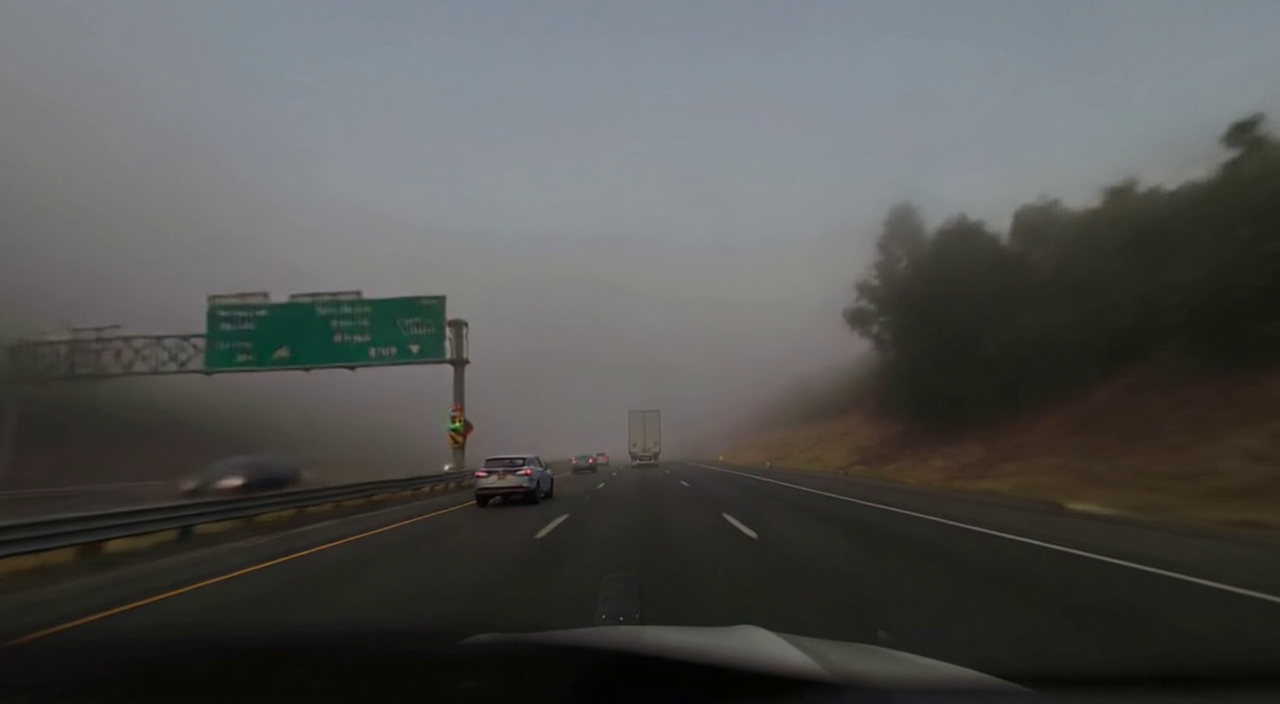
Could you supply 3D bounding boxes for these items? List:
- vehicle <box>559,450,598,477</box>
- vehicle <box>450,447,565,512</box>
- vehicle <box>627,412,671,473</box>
[{"bbox_3d":[-3.763,6.922,39.412,2.051,1.537,4.111,0,-9,0],"label":"vehicle"},{"bbox_3d":[-3.367,3.347,17.145,2.053,1.489,4.740,0,-9,1],"label":"vehicle"},{"bbox_3d":[0.593,6.897,47.816,2.919,4.048,11.010,0,-9,0],"label":"vehicle"}]
